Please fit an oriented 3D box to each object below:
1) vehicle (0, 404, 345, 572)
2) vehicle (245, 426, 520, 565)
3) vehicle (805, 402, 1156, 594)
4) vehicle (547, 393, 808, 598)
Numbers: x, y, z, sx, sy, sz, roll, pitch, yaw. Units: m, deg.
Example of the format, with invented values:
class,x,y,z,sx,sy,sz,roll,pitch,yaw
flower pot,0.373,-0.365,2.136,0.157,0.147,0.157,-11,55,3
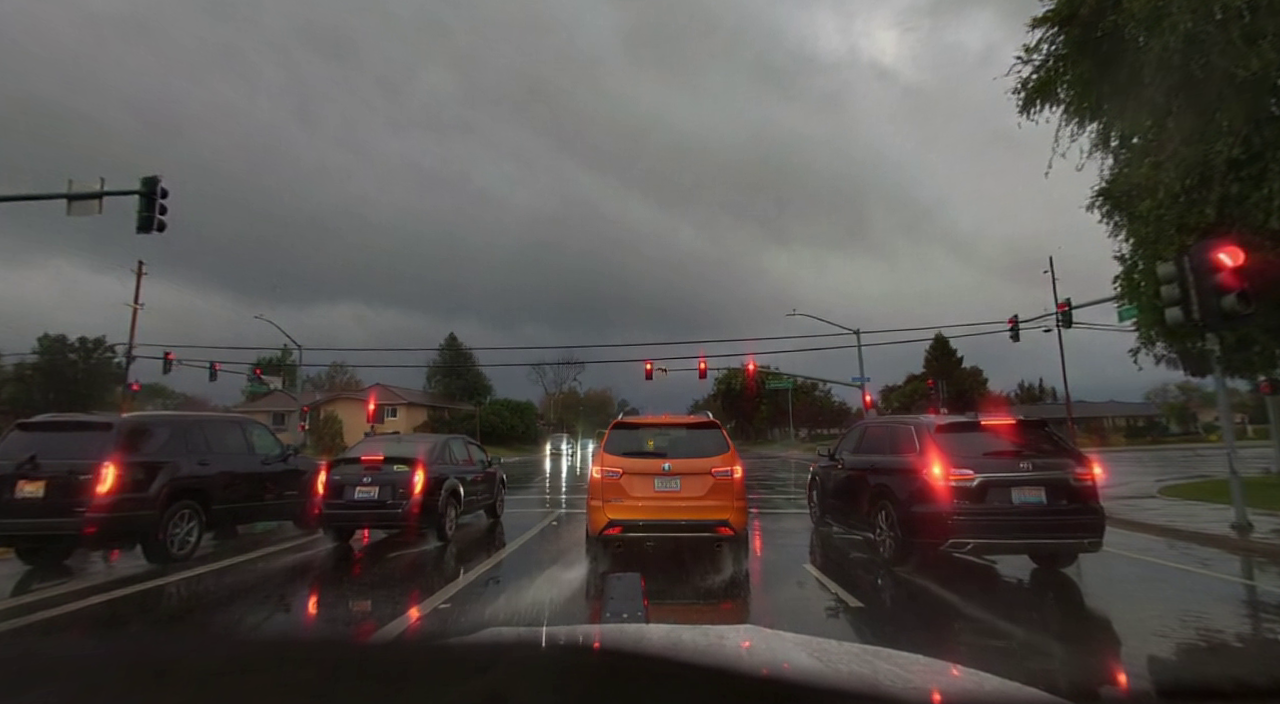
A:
class,x,y,z,sx,sy,sz,roll,pitch,yaw
vehicle,-6.631,1.824,9.269,2.075,1.796,4.785,0,-8,2
vehicle,-3.237,1.883,9.097,1.885,1.475,4.359,-1,-8,4
vehicle,3.524,1.588,7.739,2.047,1.638,4.395,-1,-8,4
vehicle,0.390,1.517,7.487,2.198,1.708,4.170,0,-8,2
